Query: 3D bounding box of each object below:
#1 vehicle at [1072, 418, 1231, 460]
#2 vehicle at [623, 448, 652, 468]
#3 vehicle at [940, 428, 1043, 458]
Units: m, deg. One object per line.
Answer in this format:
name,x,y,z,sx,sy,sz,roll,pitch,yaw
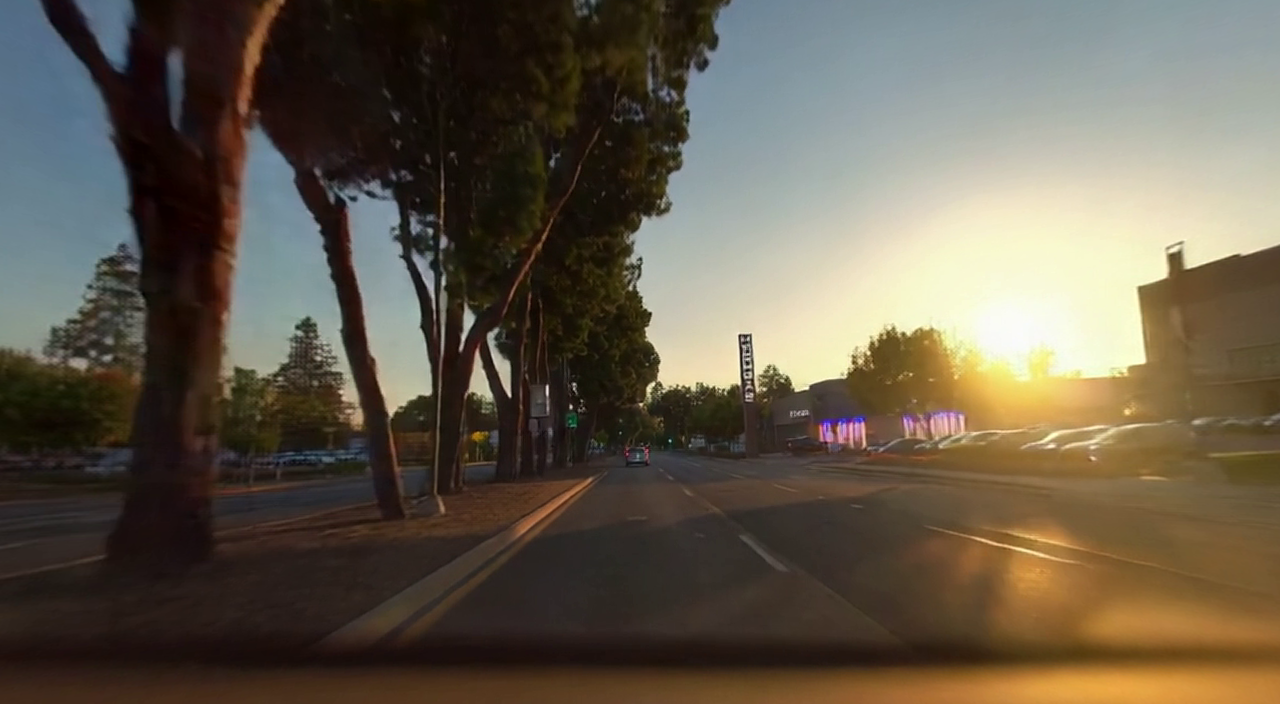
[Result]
vehicle,20.876,3.598,25.963,4.682,1.630,1.972,-1,-9,2
vehicle,-0.231,8.323,49.898,2.159,1.461,4.142,0,-9,-2
vehicle,20.181,5.262,36.462,4.586,1.668,2.113,-1,-9,6
